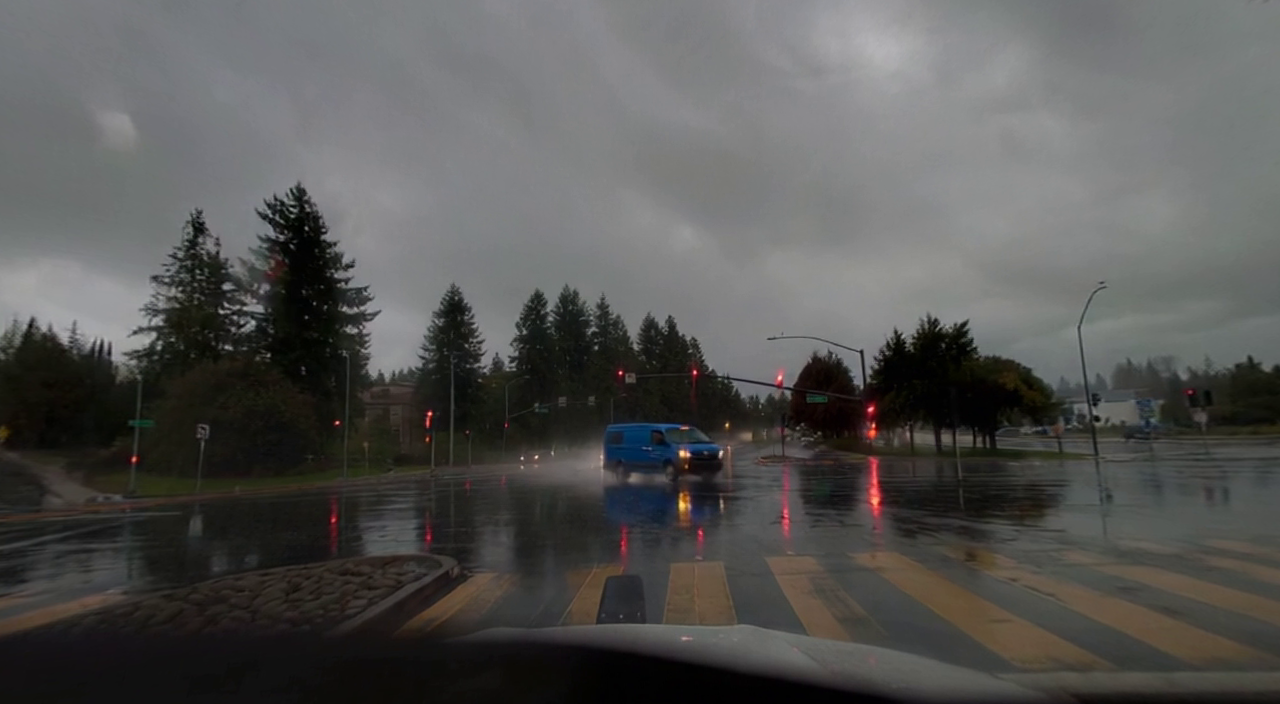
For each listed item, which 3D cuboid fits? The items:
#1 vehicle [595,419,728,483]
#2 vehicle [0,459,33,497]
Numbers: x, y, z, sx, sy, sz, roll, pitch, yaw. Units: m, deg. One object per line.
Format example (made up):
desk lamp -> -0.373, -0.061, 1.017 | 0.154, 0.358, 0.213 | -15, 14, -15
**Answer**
vehicle -> 0.770, 4.235, 27.261 | 2.465, 2.404, 5.791 | 7, -11, -39
vehicle -> -47.651, 9.373, 47.119 | 2.529, 2.543, 5.861 | 6, -10, -37
